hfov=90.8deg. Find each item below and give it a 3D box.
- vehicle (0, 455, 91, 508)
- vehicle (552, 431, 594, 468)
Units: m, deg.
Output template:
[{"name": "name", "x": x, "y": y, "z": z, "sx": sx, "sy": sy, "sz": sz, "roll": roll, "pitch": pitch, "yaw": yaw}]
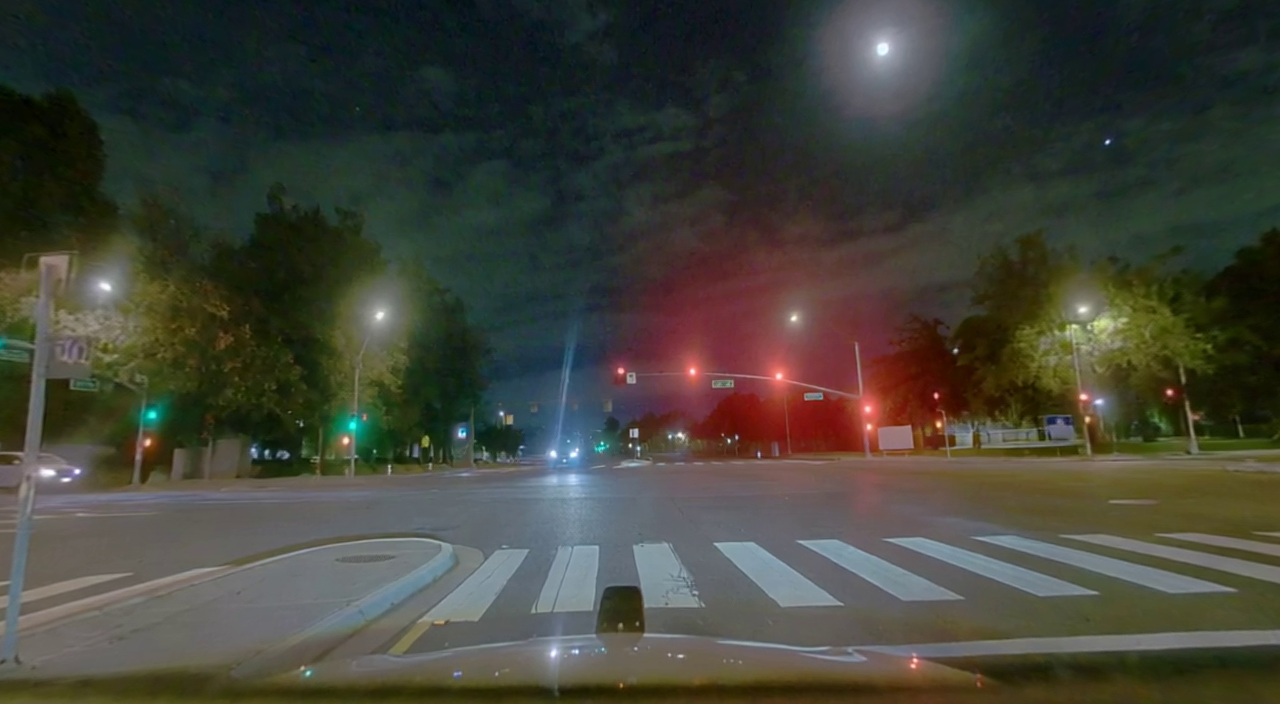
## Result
[{"name": "vehicle", "x": -32.659, "y": 6.731, "z": 33.261, "sx": 5.861, "sy": 2.543, "sz": 2.529, "roll": -2, "pitch": -9, "yaw": 14}, {"name": "vehicle", "x": -4.614, "y": 6.899, "z": 44.688, "sx": 2.465, "sy": 2.404, "sz": 5.791, "roll": 0, "pitch": -8, "yaw": -1}]
